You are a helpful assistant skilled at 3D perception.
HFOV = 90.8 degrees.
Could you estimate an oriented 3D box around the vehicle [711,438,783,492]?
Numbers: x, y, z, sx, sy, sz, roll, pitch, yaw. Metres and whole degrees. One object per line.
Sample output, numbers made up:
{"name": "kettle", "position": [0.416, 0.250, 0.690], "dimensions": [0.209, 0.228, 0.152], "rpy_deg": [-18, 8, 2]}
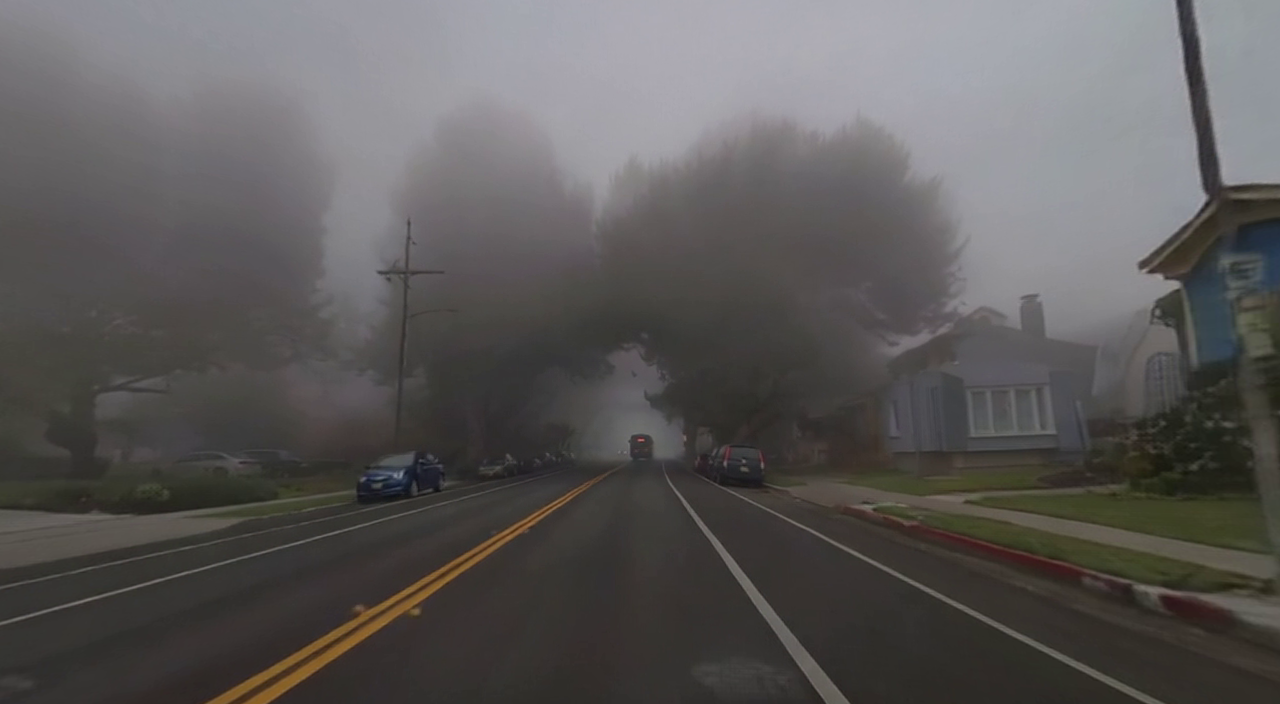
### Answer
{"name": "vehicle", "position": [4.332, 4.661, 26.343], "dimensions": [2.060, 1.833, 4.927], "rpy_deg": [5, -9, 1]}

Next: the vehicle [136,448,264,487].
{"name": "vehicle", "position": [-19.811, 5.195, 28.586], "dimensions": [4.197, 1.659, 2.059], "rpy_deg": [0, -8, 0]}

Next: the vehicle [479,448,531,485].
{"name": "vehicle", "position": [-7.700, 6.526, 36.439], "dimensions": [1.898, 1.755, 4.603], "rpy_deg": [-5, -8, 0]}

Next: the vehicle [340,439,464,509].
{"name": "vehicle", "position": [-7.953, 4.071, 21.733], "dimensions": [2.094, 1.840, 5.450], "rpy_deg": [-6, -8, 0]}
